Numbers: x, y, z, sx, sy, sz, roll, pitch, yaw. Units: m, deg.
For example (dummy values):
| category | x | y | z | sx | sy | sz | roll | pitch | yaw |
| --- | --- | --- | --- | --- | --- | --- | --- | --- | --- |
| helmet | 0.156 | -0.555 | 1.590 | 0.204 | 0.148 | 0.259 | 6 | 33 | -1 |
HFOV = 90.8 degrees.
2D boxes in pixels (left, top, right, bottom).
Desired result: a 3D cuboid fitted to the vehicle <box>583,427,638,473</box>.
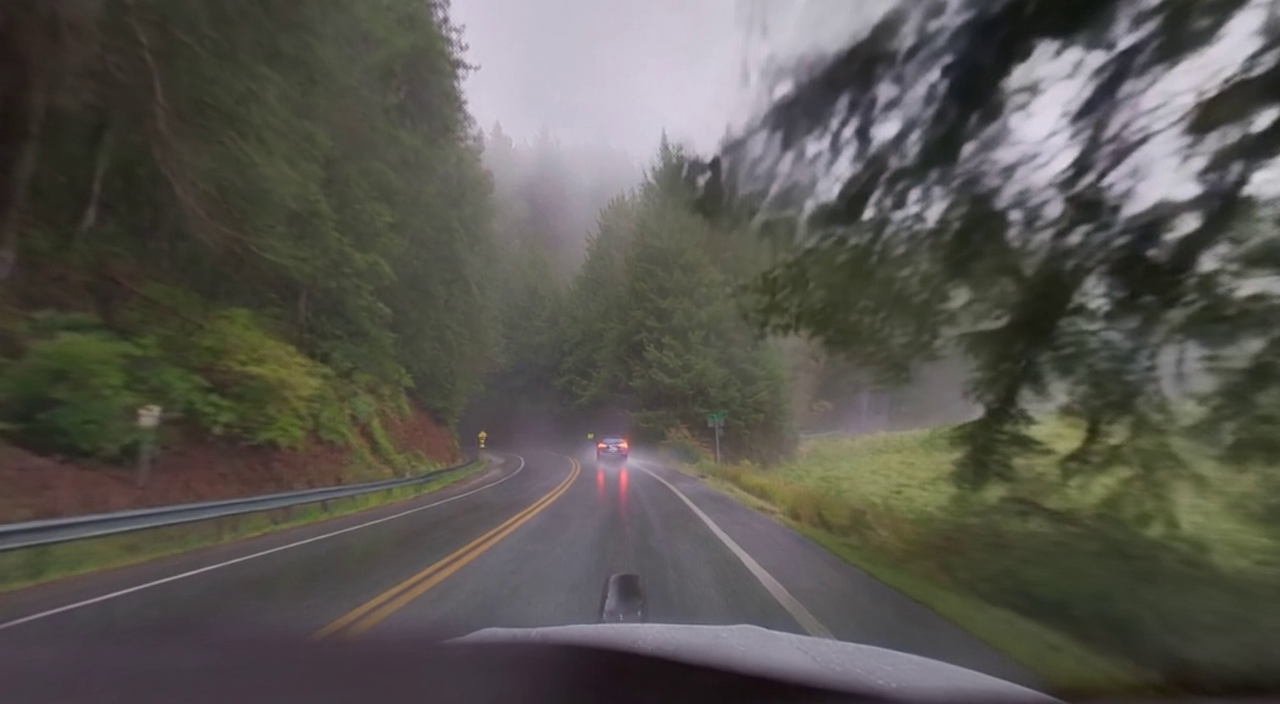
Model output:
| category | x | y | z | sx | sy | sz | roll | pitch | yaw |
| --- | --- | --- | --- | --- | --- | --- | --- | --- | --- |
| vehicle | -1.576 | 4.827 | 31.298 | 2.469 | 1.953 | 5.605 | -1 | -8 | -5 |
